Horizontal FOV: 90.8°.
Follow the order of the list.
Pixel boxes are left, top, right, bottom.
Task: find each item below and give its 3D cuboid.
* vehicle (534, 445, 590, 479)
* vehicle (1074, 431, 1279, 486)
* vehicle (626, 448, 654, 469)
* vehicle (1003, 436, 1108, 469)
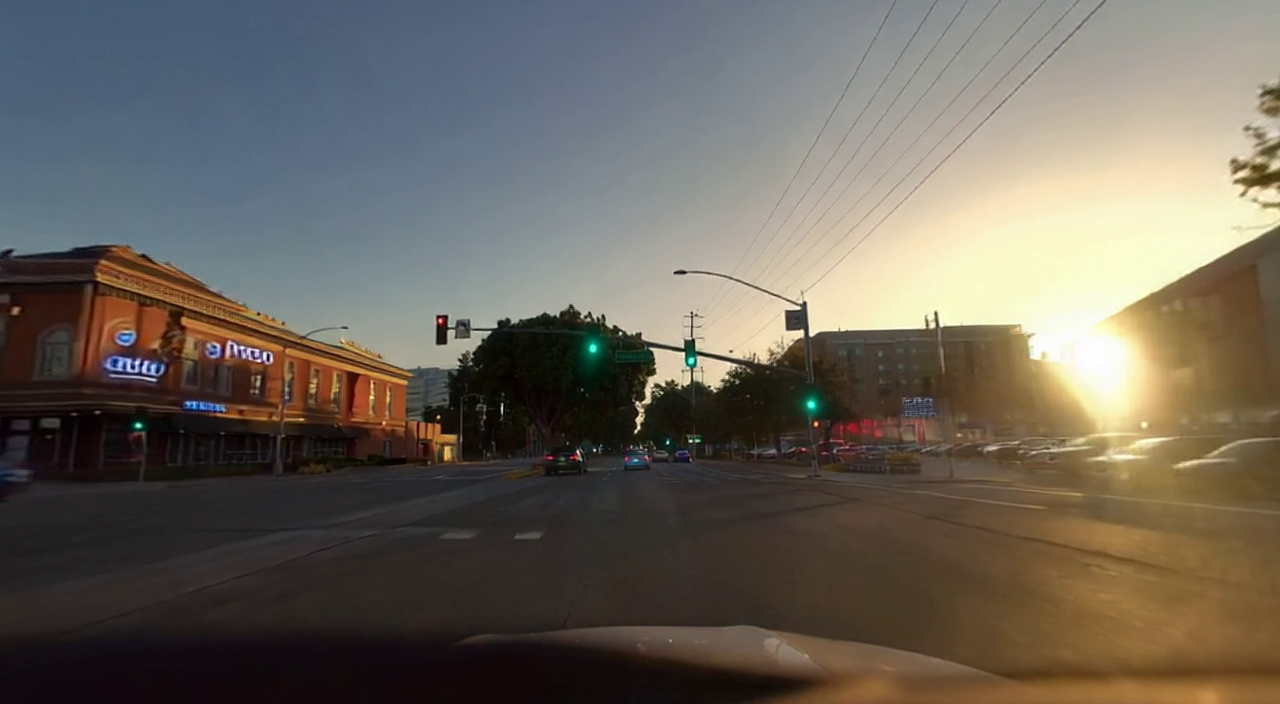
[{"bbox_3d":[-3.736,5.388,31.288,2.035,1.564,4.702,-1,-8,2],"label":"vehicle"},{"bbox_3d":[16.567,3.238,19.351,4.810,1.529,2.142,-2,-9,9],"label":"vehicle"},{"bbox_3d":[-0.038,8.022,47.712,2.072,1.473,4.139,0,-9,-1],"label":"vehicle"},{"bbox_3d":[20.764,5.049,31.891,1.967,1.540,4.966,0,-8,1],"label":"vehicle"}]
